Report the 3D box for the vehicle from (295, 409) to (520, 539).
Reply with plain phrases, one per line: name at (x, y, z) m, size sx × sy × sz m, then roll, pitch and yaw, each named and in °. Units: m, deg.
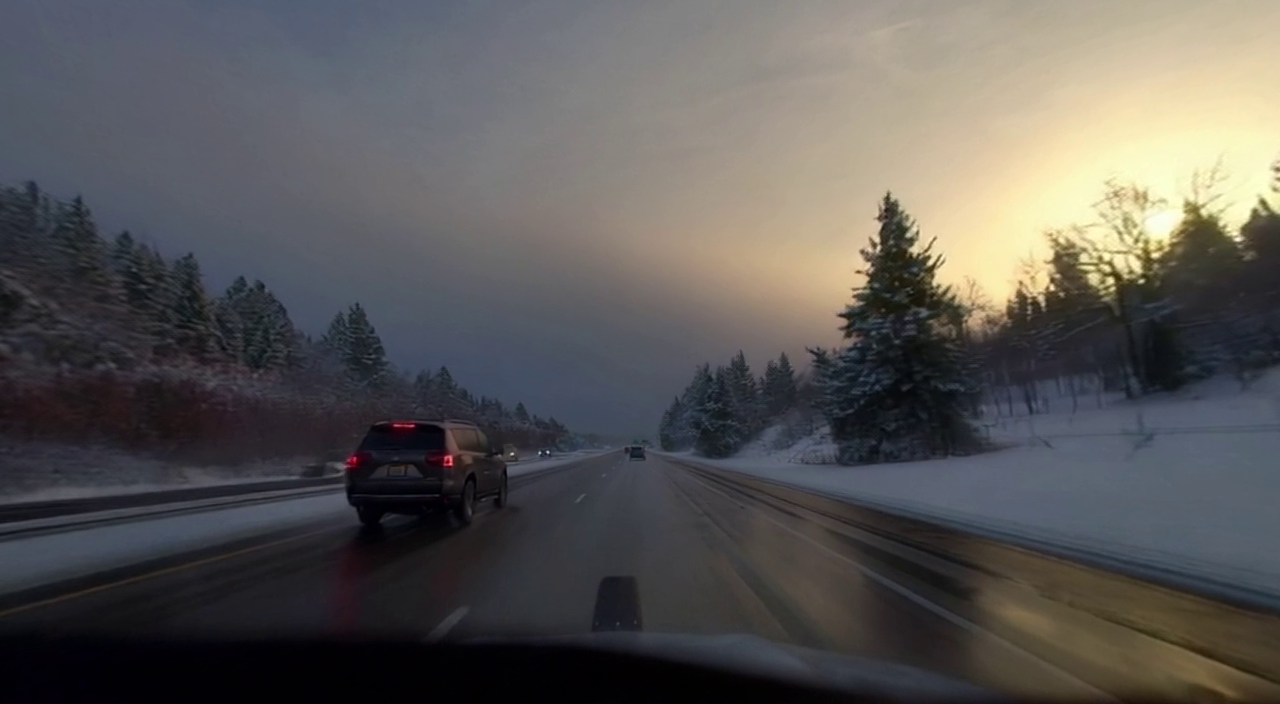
vehicle at (-3.704, 2.073, 11.129) m, size 2.292 × 1.802 × 4.481 m, roll 0°, pitch -9°, yaw 0°
